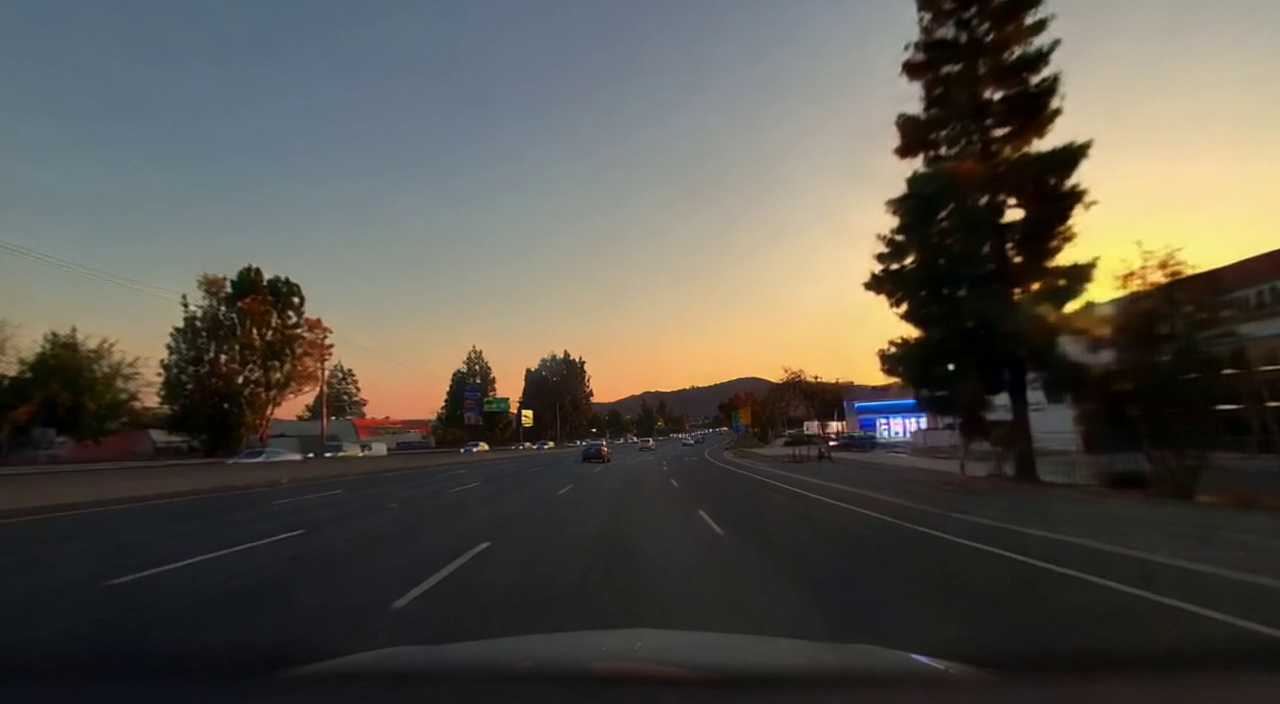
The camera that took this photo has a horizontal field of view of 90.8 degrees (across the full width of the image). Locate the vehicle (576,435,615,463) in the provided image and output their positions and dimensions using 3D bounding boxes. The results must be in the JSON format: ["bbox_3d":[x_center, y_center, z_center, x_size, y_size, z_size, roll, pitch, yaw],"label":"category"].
[{"bbox_3d":[-2.991,6.596,43.020,2.139,1.782,4.079,-1,-8,3],"label":"vehicle"}]

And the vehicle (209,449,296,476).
[{"bbox_3d":[-22.523,6.416,36.986,1.985,1.480,4.611,-1,-9,3],"label":"vehicle"}]
